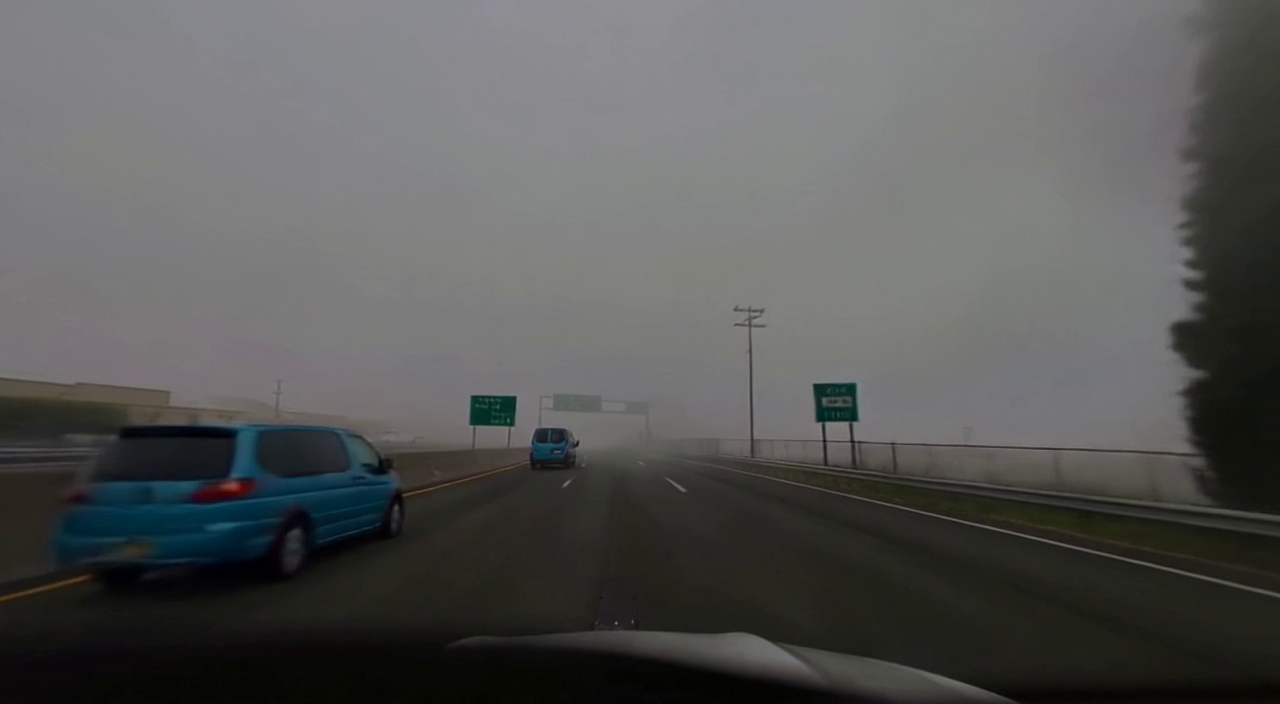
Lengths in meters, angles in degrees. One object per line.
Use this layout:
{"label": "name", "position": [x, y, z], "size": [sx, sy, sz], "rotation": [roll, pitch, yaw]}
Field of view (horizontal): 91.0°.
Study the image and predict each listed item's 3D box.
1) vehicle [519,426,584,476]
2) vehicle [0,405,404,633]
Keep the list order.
{"label": "vehicle", "position": [-3.682, 4.217, 27.045], "size": [2.260, 1.901, 4.665], "rotation": [0, -8, -1]}
{"label": "vehicle", "position": [-4.217, 1.451, 6.489], "size": [2.045, 1.547, 4.162], "rotation": [0, -8, -2]}
